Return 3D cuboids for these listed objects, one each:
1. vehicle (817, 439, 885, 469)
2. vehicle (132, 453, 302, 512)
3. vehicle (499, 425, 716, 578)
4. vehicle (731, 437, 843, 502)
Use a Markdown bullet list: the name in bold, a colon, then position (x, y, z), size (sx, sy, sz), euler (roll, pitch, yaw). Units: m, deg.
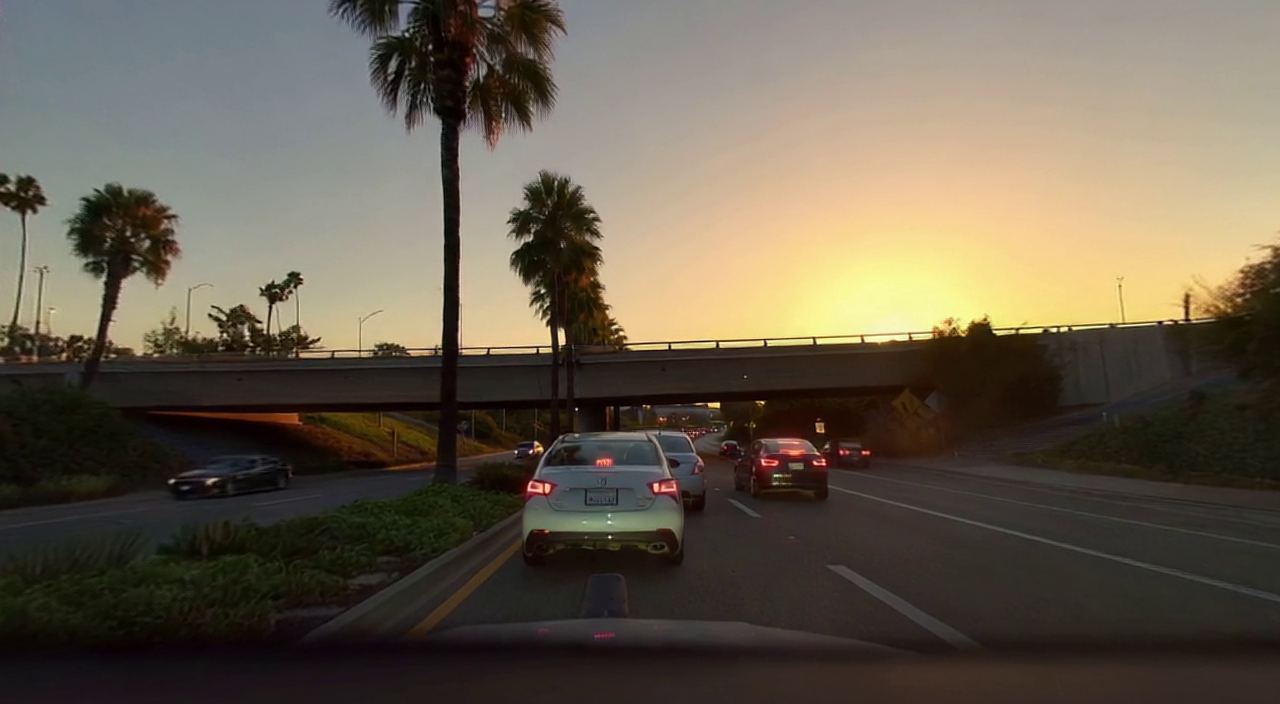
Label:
- **vehicle**: position (11.188, 5.450, 33.677), size (2.100, 1.469, 4.772), euler (0, -9, 2)
- **vehicle**: position (-12.288, 3.772, 18.679), size (1.933, 1.486, 4.449), euler (0, -9, 0)
- **vehicle**: position (-0.260, 1.801, 8.357), size (2.172, 1.506, 4.018), euler (0, -9, 2)
- **vehicle**: position (3.838, 3.144, 17.328), size (2.034, 1.517, 4.840), euler (0, -9, 2)
